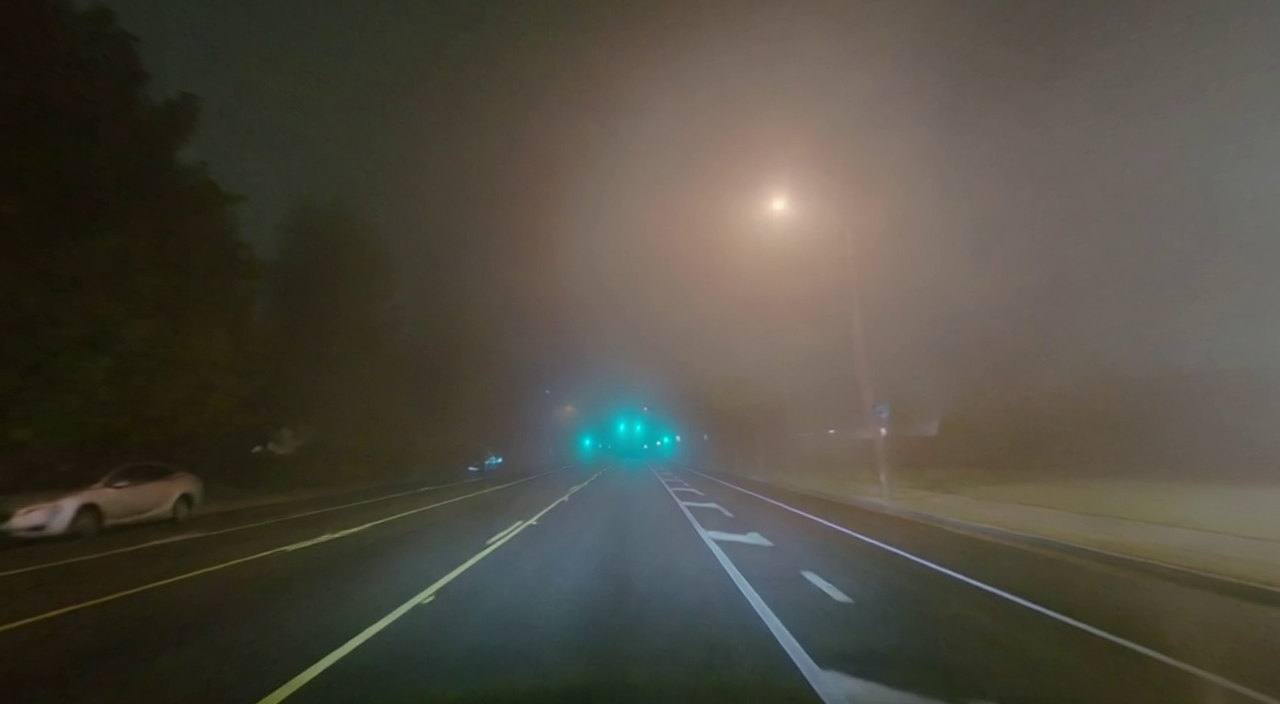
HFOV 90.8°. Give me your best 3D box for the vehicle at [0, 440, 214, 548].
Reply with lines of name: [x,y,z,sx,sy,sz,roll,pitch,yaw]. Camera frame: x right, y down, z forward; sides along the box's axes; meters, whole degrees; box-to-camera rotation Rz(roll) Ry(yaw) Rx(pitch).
vehicle: [-11.741,2.912,13.407,2.062,1.821,4.880,-3,-10,-1]

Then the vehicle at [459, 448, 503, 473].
vehicle: [-11.915,8.167,47.727,2.047,1.710,4.473,-3,-9,2]
